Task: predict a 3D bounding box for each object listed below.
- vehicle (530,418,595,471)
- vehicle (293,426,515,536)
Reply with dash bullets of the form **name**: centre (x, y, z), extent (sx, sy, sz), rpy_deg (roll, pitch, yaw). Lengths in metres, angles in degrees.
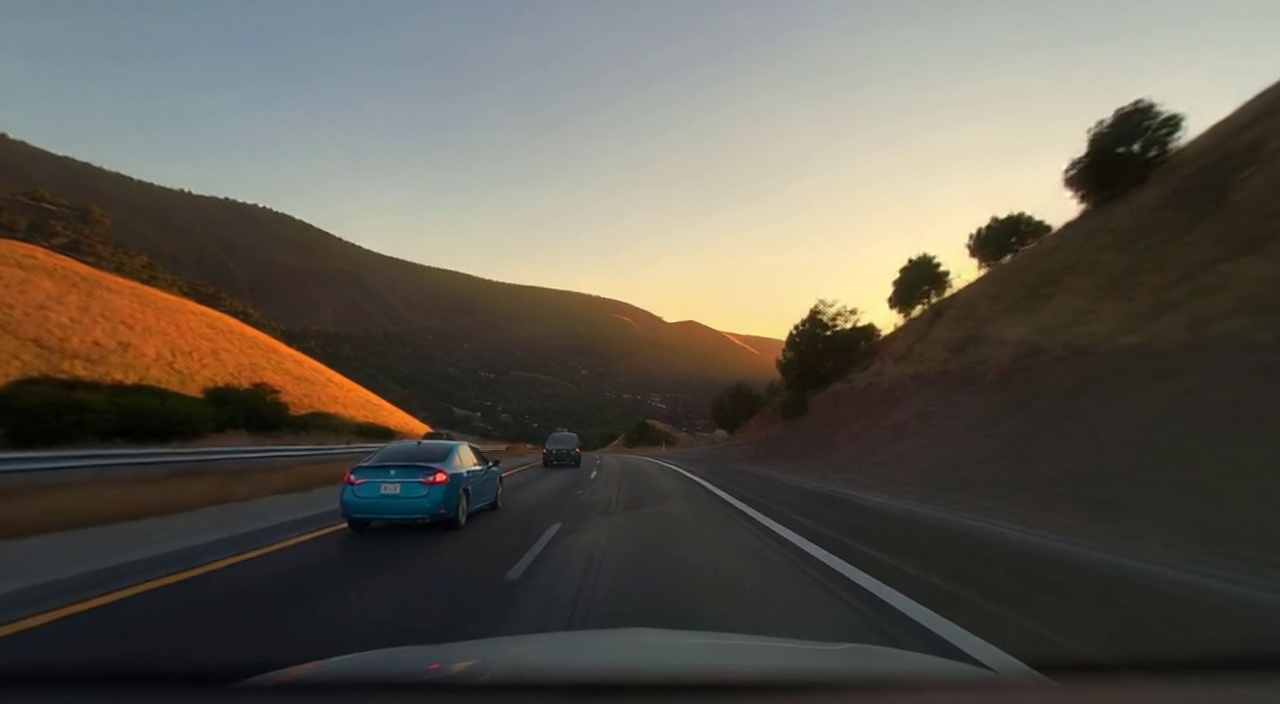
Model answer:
- **vehicle**: centre (-3.472, 4.301, 29.498), extent (2.444, 2.204, 5.568), rpy_deg (0, -8, -1)
- **vehicle**: centre (-3.784, 2.142, 11.211), extent (2.097, 1.511, 4.585), rpy_deg (-1, -8, 1)
